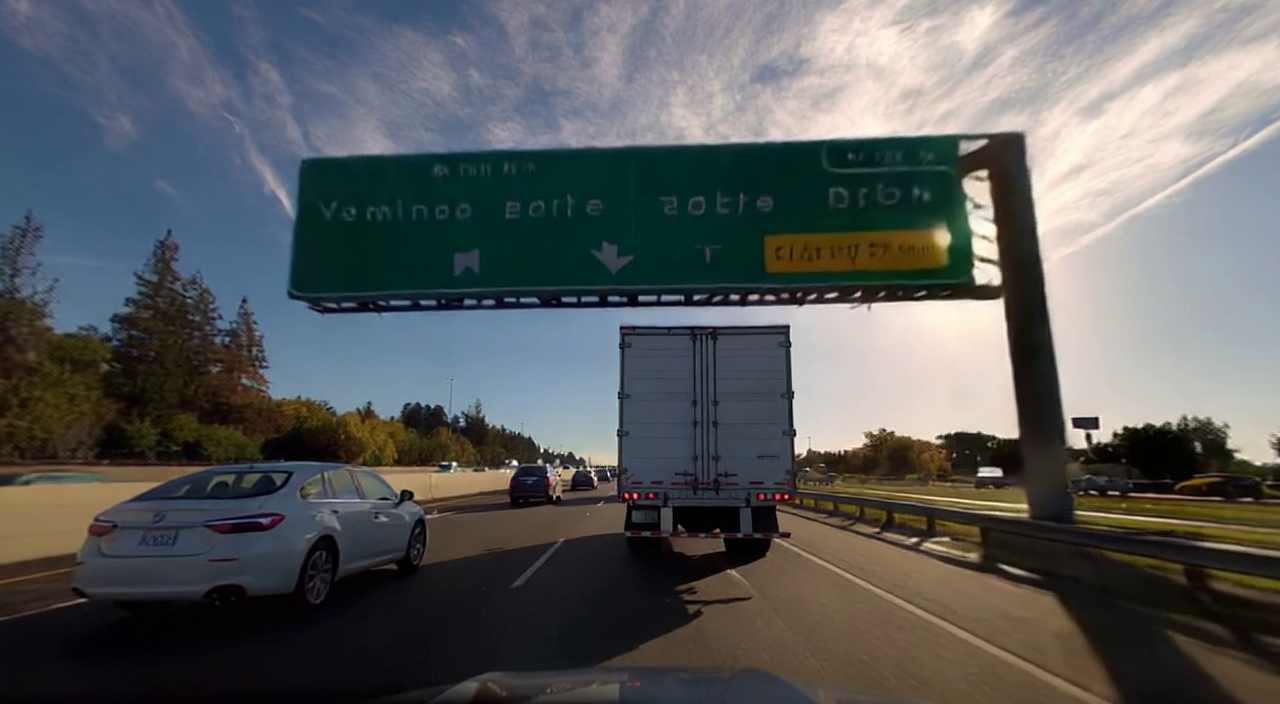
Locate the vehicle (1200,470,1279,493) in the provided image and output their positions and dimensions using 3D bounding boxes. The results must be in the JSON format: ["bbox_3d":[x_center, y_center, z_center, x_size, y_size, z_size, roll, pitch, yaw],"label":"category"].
[{"bbox_3d":[41.812,9.030,43.883,3.974,1.485,1.709,1,-11,-3],"label":"vehicle"}]

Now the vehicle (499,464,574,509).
[{"bbox_3d":[-3.758,4.996,23.671,1.964,1.482,4.371,0,-11,1],"label":"vehicle"}]

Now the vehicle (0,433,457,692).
[{"bbox_3d":[-3.519,1.694,6.180,1.983,1.509,4.679,1,-11,1],"label":"vehicle"}]

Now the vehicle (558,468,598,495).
[{"bbox_3d":[-3.530,7.460,36.462,1.867,1.418,3.670,0,-11,1],"label":"vehicle"}]

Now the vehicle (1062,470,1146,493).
[{"bbox_3d":[32.600,9.095,44.384,4.299,1.465,1.807,-1,-11,11],"label":"vehicle"}]

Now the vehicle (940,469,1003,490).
[{"bbox_3d":[25.330,9.743,48.304,4.107,1.485,1.796,-4,-12,25],"label":"vehicle"}]

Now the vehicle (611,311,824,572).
[{"bbox_3d":[0.966,1.964,12.926,2.831,3.529,8.689,1,-11,-1],"label":"vehicle"}]
